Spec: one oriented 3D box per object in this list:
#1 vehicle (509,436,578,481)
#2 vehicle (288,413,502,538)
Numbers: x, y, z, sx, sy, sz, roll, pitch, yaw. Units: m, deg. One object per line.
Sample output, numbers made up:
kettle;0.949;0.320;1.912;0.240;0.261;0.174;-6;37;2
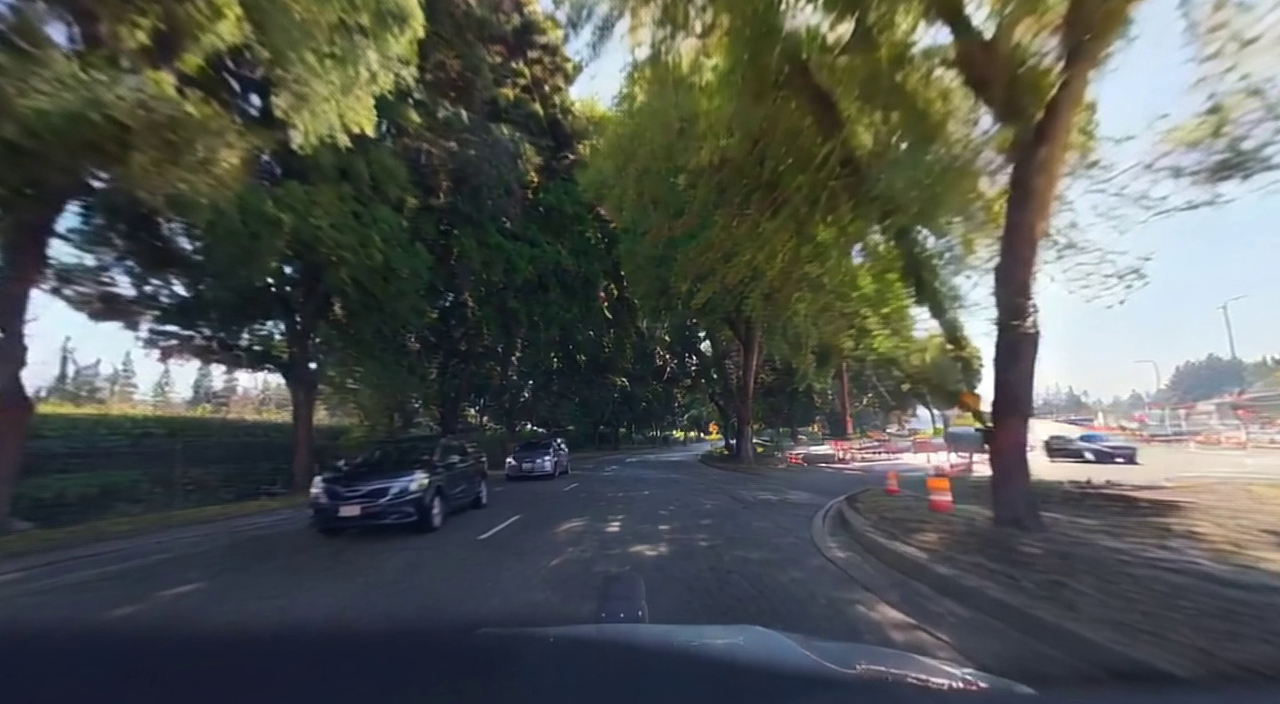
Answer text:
vehicle;-4.095;4.618;27.743;2.033;1.765;4.698;-1;-8;4
vehicle;-4.412;2.313;12.483;2.119;1.935;4.881;-1;-8;2
